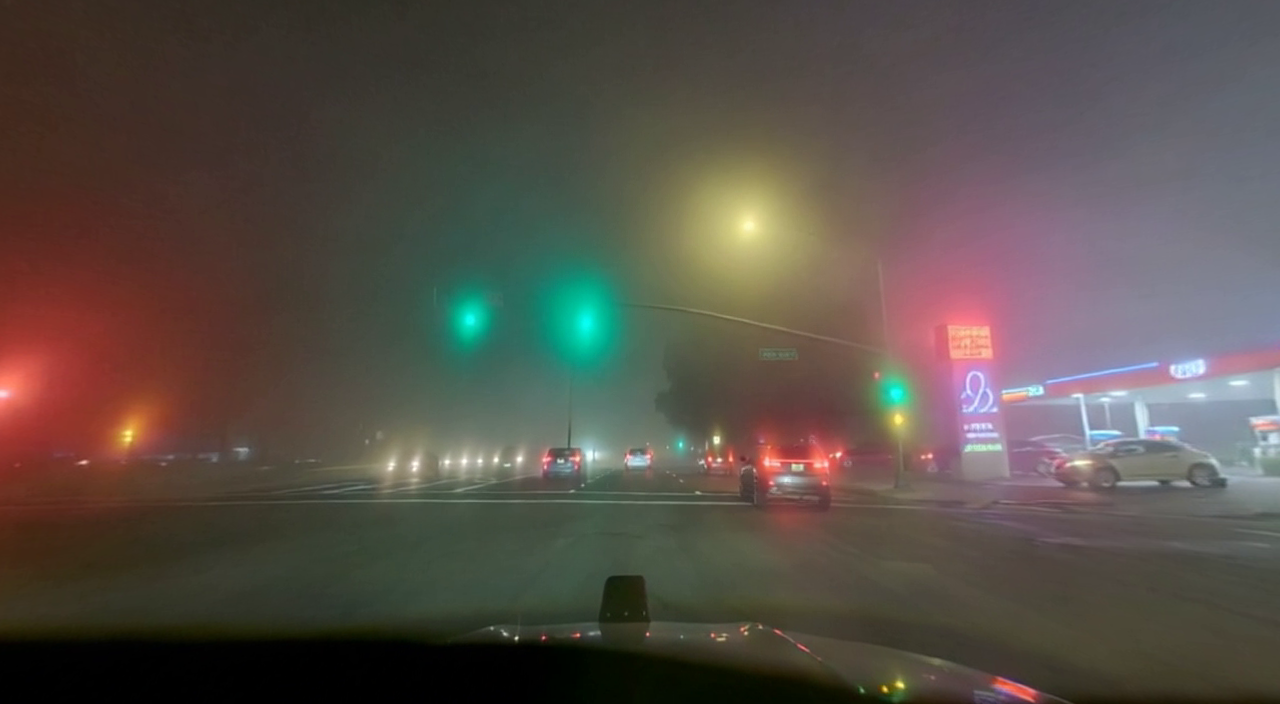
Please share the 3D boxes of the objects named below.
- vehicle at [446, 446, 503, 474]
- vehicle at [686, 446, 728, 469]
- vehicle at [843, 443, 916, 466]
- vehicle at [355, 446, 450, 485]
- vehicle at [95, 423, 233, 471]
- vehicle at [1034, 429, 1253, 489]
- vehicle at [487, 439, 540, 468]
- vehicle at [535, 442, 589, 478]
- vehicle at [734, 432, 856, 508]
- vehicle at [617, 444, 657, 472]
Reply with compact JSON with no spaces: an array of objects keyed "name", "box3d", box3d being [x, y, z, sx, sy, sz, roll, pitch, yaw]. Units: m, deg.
[{"name":"vehicle","box3d":[-9.079,5.946,34.948,2.001,1.461,3.859,0,-9,2]},{"name":"vehicle","box3d":[4.456,7.077,42.429,2.174,1.462,4.400,0,-9,-2]},{"name":"vehicle","box3d":[17.084,7.324,45.092,4.506,1.604,1.830,0,-9,-1]},{"name":"vehicle","box3d":[-9.612,4.616,26.018,2.023,1.433,4.699,0,-9,1]},{"name":"vehicle","box3d":[-33.752,6.753,44.898,7.339,3.284,2.857,0,-9,-1]},{"name":"vehicle","box3d":[17.803,3.806,22.551,5.585,1.866,2.607,-1,-9,-3]},{"name":"vehicle","box3d":[-9.070,7.350,45.881,2.455,1.904,6.030,-1,-9,2]},{"name":"vehicle","box3d":[-3.658,5.154,30.324,2.023,1.607,4.086,0,-9,1]},{"name":"vehicle","box3d":[3.793,2.971,16.286,2.022,1.683,4.171,0,-9,-1]},{"name":"vehicle","box3d":[-0.142,5.973,35.683,2.104,1.477,4.591,0,-9,0]}]
